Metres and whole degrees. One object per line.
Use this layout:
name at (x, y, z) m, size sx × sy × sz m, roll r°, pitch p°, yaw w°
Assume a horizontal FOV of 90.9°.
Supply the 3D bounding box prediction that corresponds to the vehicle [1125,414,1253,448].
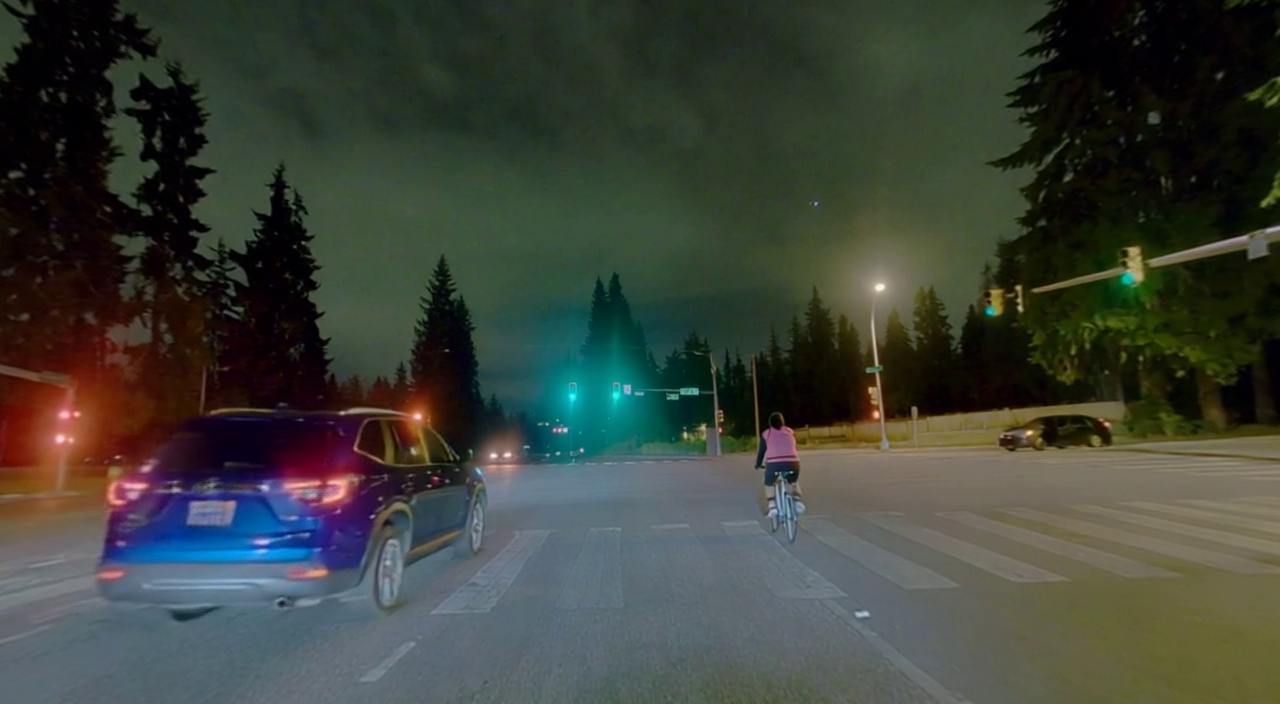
vehicle at (25.736, 3.735, 29.609) m, size 4.716 × 1.507 × 1.904 m, roll 2°, pitch -9°, yaw -11°

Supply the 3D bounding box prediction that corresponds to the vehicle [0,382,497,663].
vehicle at (-3.024, 1.408, 6.346) m, size 2.049 × 1.756 × 4.602 m, roll 0°, pitch -8°, yaw 0°

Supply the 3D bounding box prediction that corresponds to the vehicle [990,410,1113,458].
vehicle at (18.578, 3.727, 28.547) m, size 4.237 × 1.948 × 1.997 m, roll 0°, pitch -9°, yaw -9°
